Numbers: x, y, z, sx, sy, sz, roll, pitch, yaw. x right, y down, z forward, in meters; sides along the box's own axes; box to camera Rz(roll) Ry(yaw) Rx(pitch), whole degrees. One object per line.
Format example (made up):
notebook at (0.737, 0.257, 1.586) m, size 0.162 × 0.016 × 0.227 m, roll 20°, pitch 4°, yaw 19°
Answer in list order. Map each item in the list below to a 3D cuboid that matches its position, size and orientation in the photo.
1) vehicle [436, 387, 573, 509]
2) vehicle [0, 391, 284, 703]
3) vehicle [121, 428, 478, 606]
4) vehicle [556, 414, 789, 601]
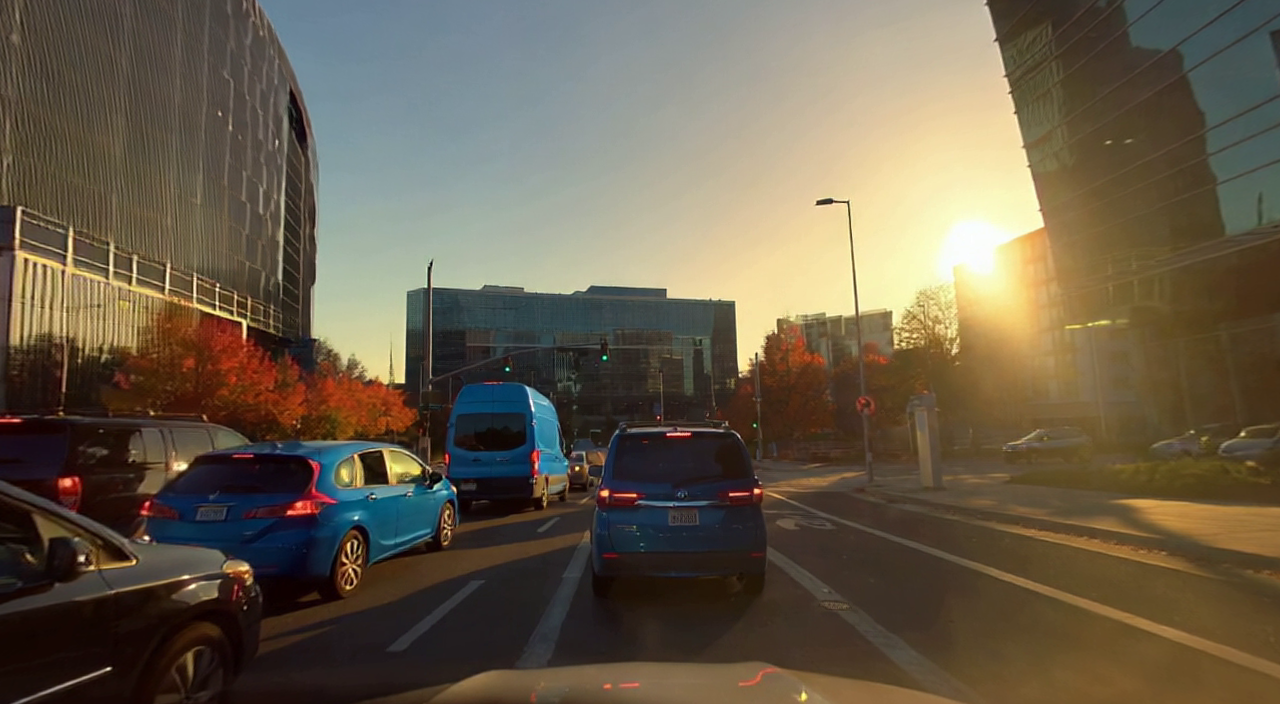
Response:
vehicle at (-3.263, 2.538, 16.600) m, size 2.343 × 2.635 × 5.684 m, roll 0°, pitch -9°, yaw 0°
vehicle at (-2.910, 0.819, 1.522) m, size 1.893 × 1.491 × 3.798 m, roll 0°, pitch -9°, yaw -1°
vehicle at (-3.485, 1.758, 7.570) m, size 1.955 × 1.499 × 4.223 m, roll 0°, pitch -9°, yaw 0°
vehicle at (0.193, 1.604, 7.214) m, size 1.979 × 1.562 × 3.630 m, roll 0°, pitch -9°, yaw -3°
